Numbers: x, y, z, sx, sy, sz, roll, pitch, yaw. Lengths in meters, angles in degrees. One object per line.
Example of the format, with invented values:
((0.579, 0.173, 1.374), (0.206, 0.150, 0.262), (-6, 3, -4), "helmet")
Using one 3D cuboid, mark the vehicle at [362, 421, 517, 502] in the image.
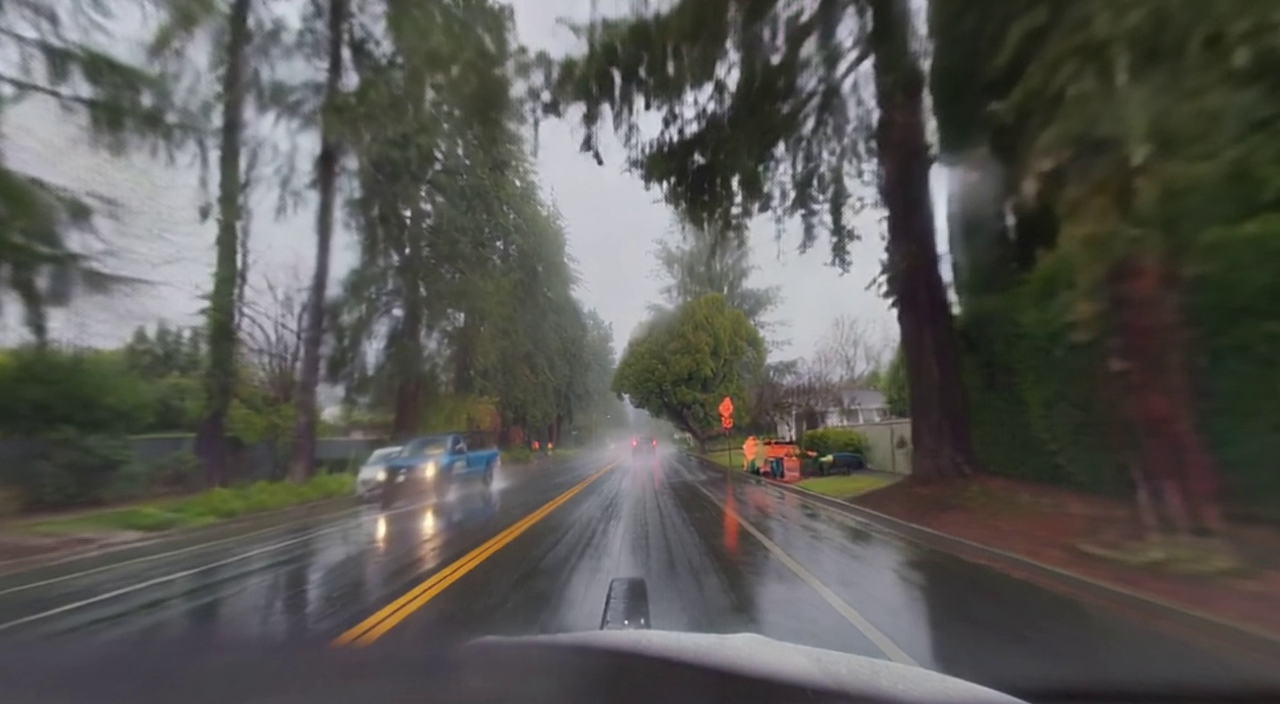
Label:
((-6.453, 3.595, 21.176), (2.517, 2.323, 5.205), (-2, -9, 14), "vehicle")
